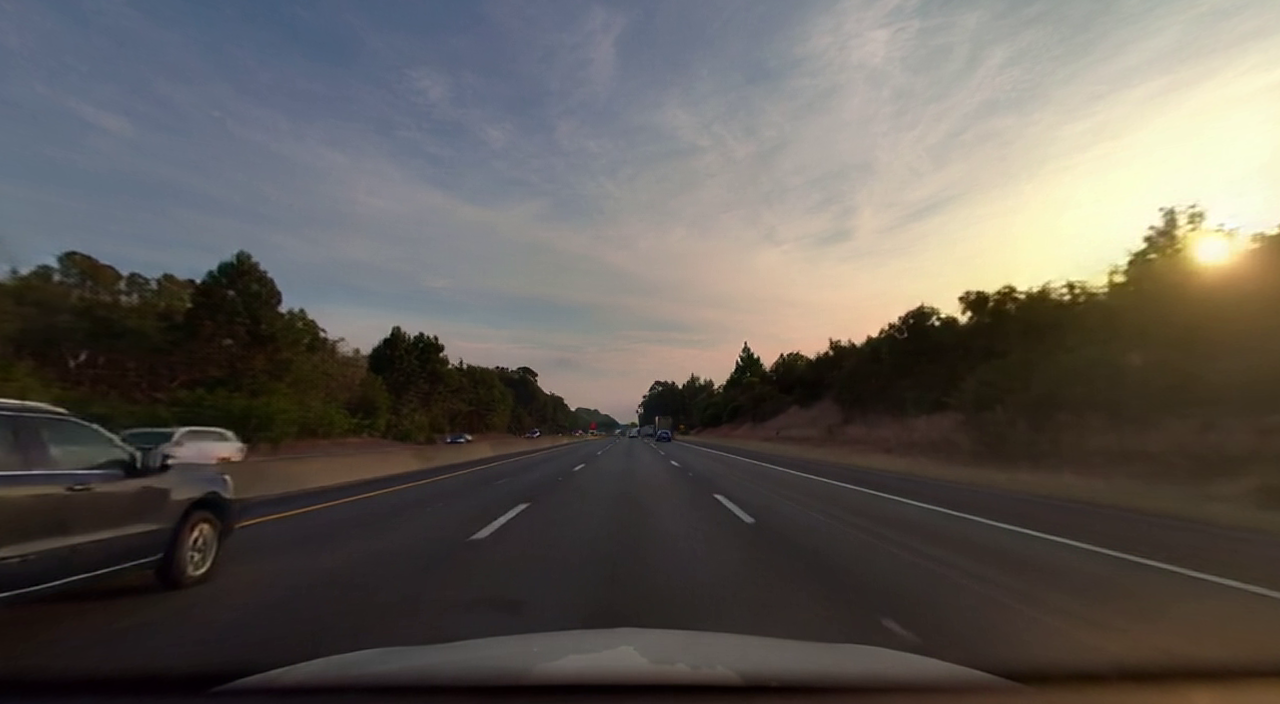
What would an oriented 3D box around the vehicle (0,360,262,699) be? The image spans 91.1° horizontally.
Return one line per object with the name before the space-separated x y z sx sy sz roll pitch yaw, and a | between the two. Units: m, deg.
vehicle | -4.091 0.867 3.107 2.000 1.620 3.929 0 -8 0
